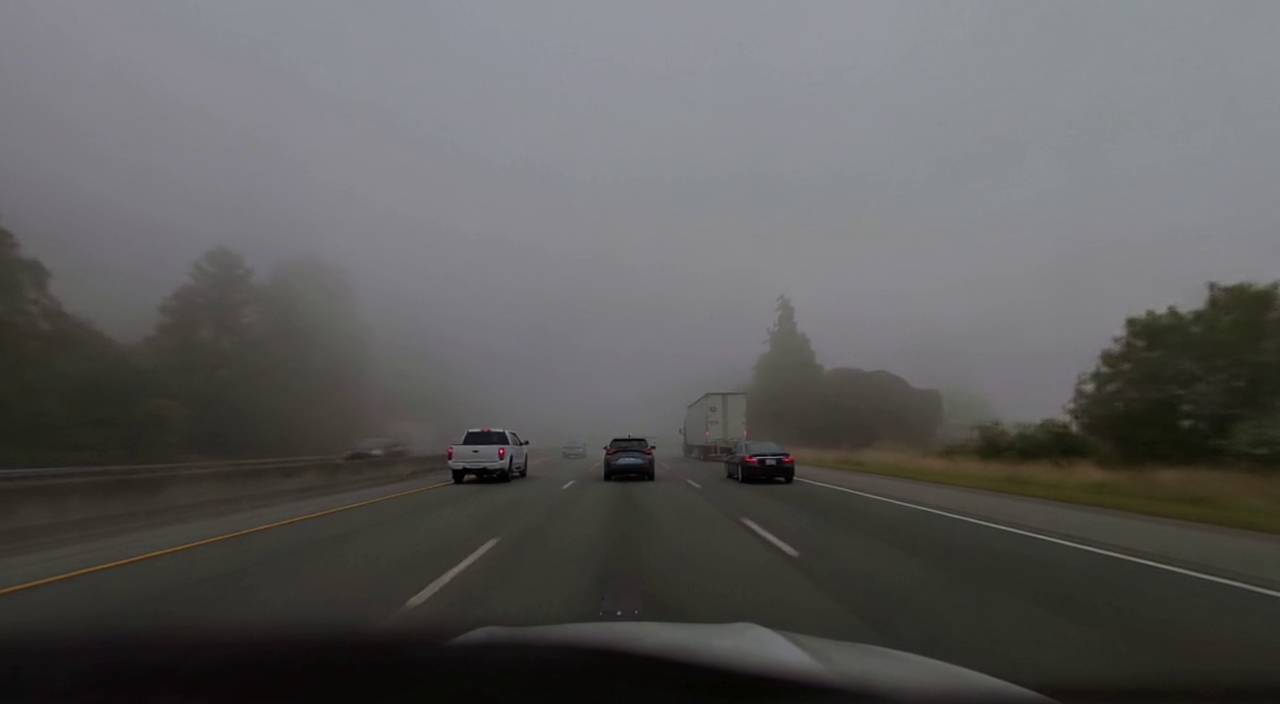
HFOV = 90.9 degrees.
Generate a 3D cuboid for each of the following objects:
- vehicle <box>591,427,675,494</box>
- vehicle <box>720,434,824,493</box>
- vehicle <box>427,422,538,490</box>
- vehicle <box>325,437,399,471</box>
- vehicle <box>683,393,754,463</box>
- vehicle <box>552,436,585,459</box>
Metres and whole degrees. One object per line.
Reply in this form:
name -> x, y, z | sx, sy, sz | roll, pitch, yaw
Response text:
vehicle -> -0.219, 2.943, 17.541 | 2.083, 1.647, 3.799 | 0, -8, -1
vehicle -> 3.584, 3.075, 17.878 | 1.951, 1.477, 3.963 | 0, -8, -2
vehicle -> -4.560, 3.079, 19.080 | 2.101, 1.767, 4.702 | 0, -8, 0
vehicle -> -13.148, 4.808, 30.051 | 1.802, 1.468, 3.904 | 0, -8, -1
vehicle -> 5.155, 5.478, 44.587 | 2.888, 4.135, 14.071 | 0, -8, -2
vehicle -> -5.436, 7.275, 48.318 | 1.971, 1.648, 3.983 | 0, -8, 1
